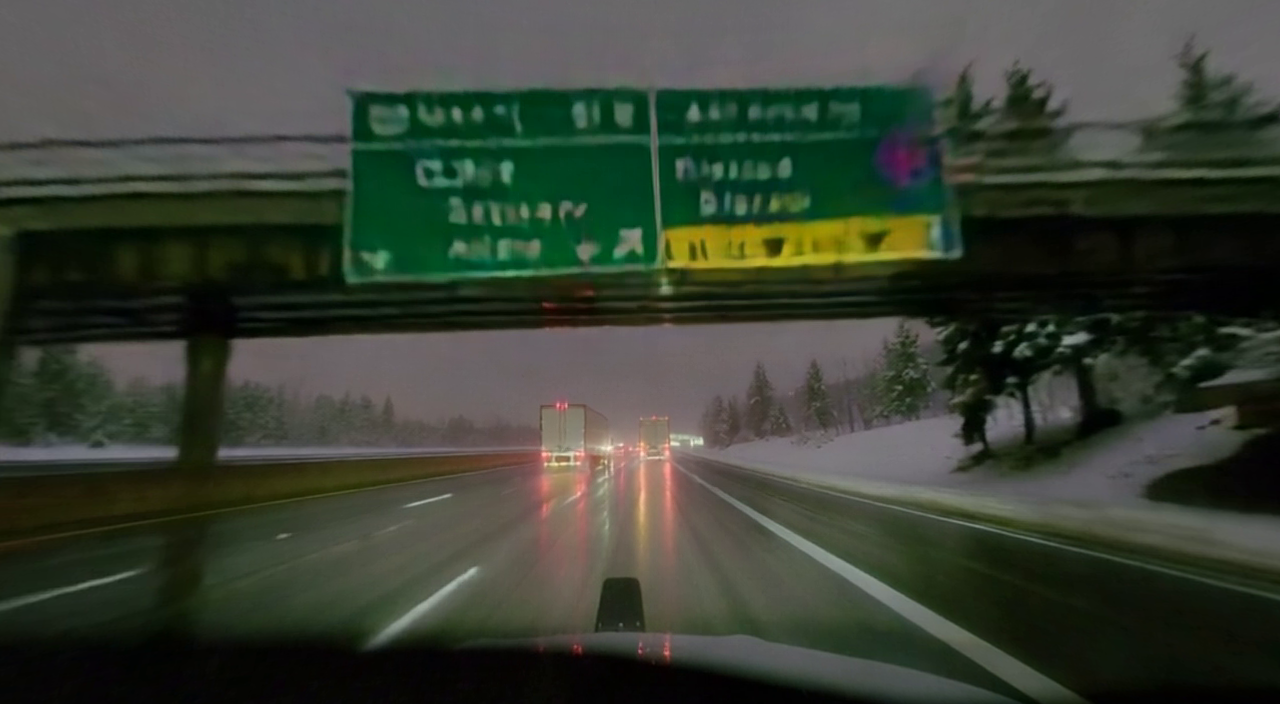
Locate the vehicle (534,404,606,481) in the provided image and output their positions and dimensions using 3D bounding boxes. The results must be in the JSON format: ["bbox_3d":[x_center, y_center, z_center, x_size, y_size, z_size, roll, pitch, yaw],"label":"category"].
[{"bbox_3d":[-3.182,4.444,30.602,2.696,3.266,7.062,0,-9,0],"label":"vehicle"}]
